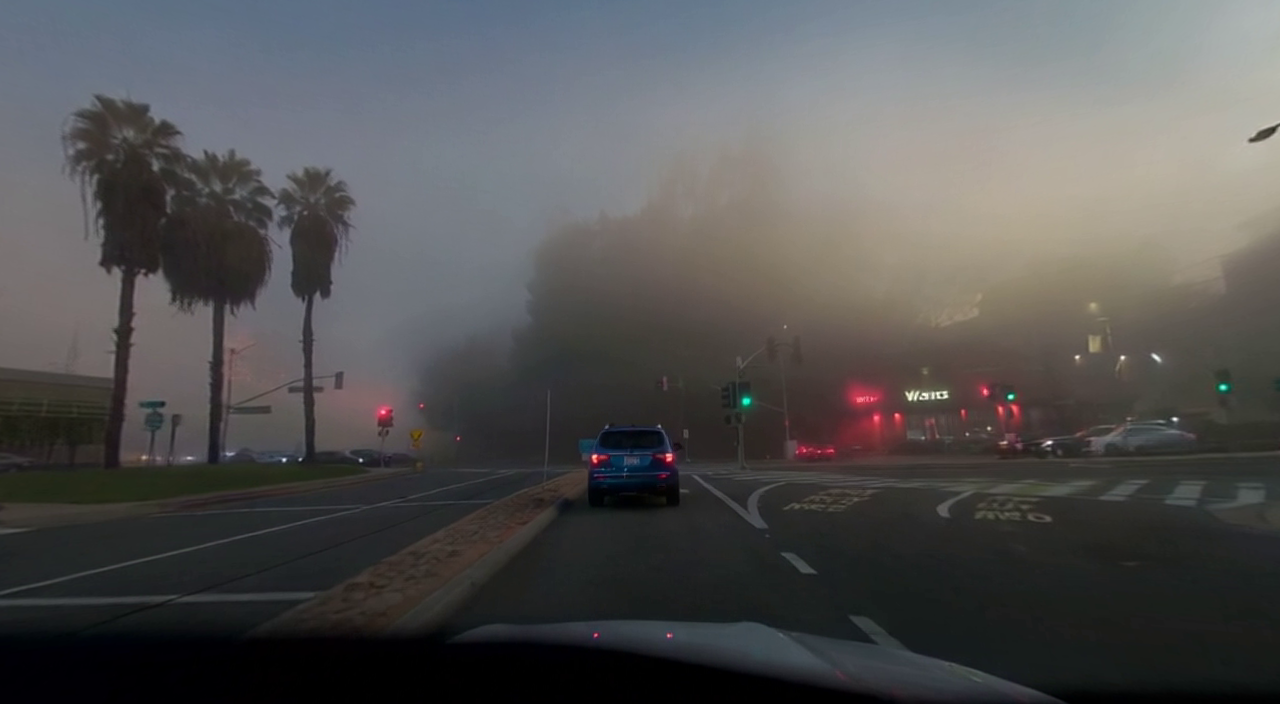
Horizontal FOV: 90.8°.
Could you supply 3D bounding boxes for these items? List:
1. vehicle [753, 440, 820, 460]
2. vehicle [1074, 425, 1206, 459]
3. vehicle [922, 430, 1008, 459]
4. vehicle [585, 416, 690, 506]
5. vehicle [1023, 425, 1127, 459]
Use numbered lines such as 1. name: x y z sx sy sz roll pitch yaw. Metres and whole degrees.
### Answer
1. vehicle: 11.275 7.567 48.904 4.665 1.467 1.833 -6 -10 34
2. vehicle: 29.103 5.293 37.109 5.809 1.839 1.957 -6 -10 34
3. vehicle: 21.691 6.187 42.249 4.852 1.847 1.983 -6 -10 33
4. vehicle: -0.004 2.709 16.036 2.263 1.932 4.709 0 -8 1
5. vehicle: 24.703 5.140 36.047 4.641 1.778 1.958 -6 -10 33
